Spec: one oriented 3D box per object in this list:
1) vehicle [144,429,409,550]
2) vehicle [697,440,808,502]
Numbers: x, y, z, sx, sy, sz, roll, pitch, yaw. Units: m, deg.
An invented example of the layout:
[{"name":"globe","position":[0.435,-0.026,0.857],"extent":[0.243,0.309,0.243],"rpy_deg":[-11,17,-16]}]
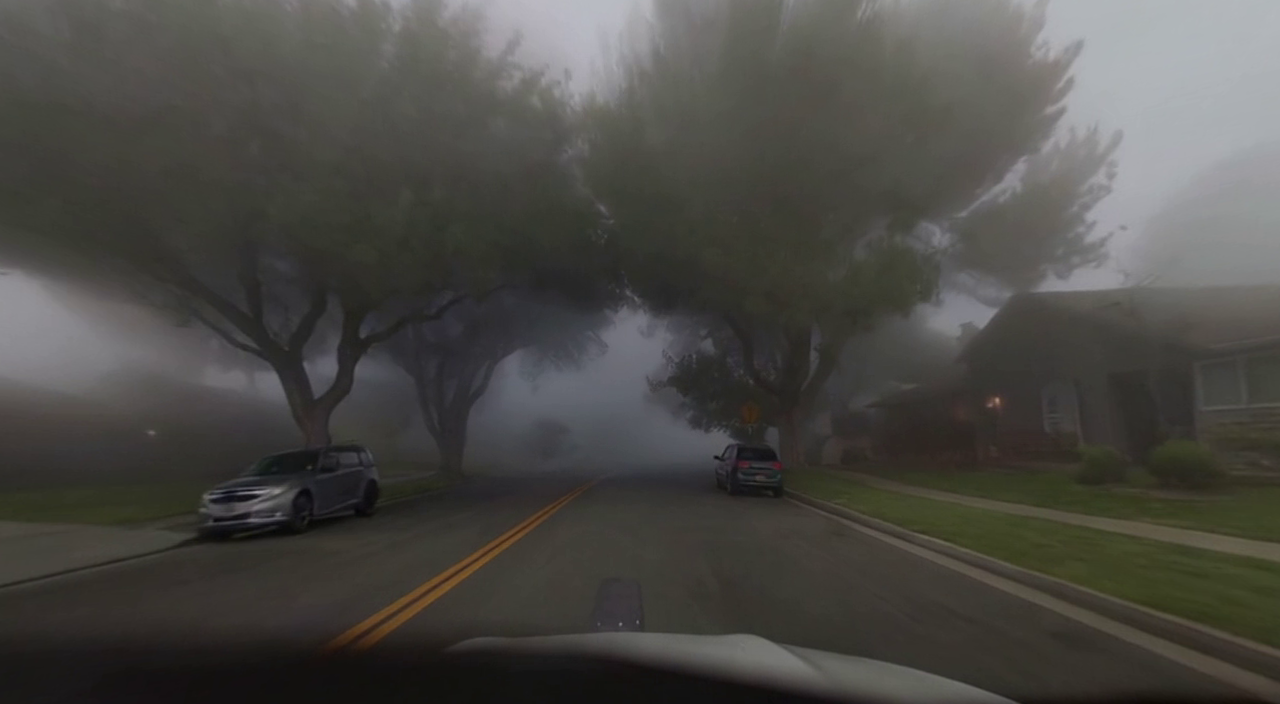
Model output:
[{"name":"vehicle","position":[-6.928,2.649,13.119],"extent":[2.225,1.817,5.731],"rpy_deg":[-3,-8,-1]},{"name":"vehicle","position":[2.968,3.258,17.767],"extent":[2.167,1.479,4.597],"rpy_deg":[0,-9,-1]}]
